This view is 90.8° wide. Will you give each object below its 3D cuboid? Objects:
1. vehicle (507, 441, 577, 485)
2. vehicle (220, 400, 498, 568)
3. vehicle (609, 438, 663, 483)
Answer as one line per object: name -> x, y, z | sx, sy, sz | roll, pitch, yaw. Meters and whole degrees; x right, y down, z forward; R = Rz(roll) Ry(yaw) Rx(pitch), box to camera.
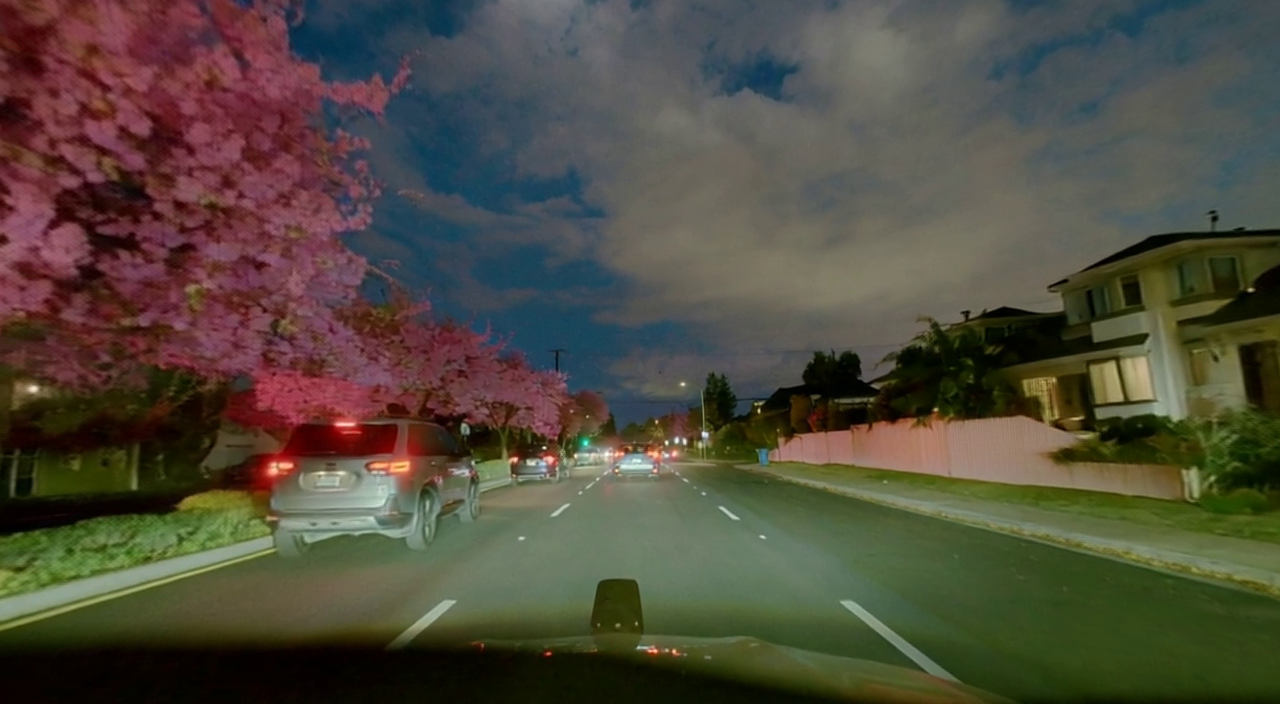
vehicle -> -3.762, 4.326, 24.912 | 2.066, 1.565, 3.905 | 0, -8, 1
vehicle -> -3.807, 1.880, 9.805 | 2.161, 1.919, 4.798 | 0, -8, -1
vehicle -> -0.154, 4.250, 25.036 | 1.997, 1.636, 3.760 | 0, -8, 0
